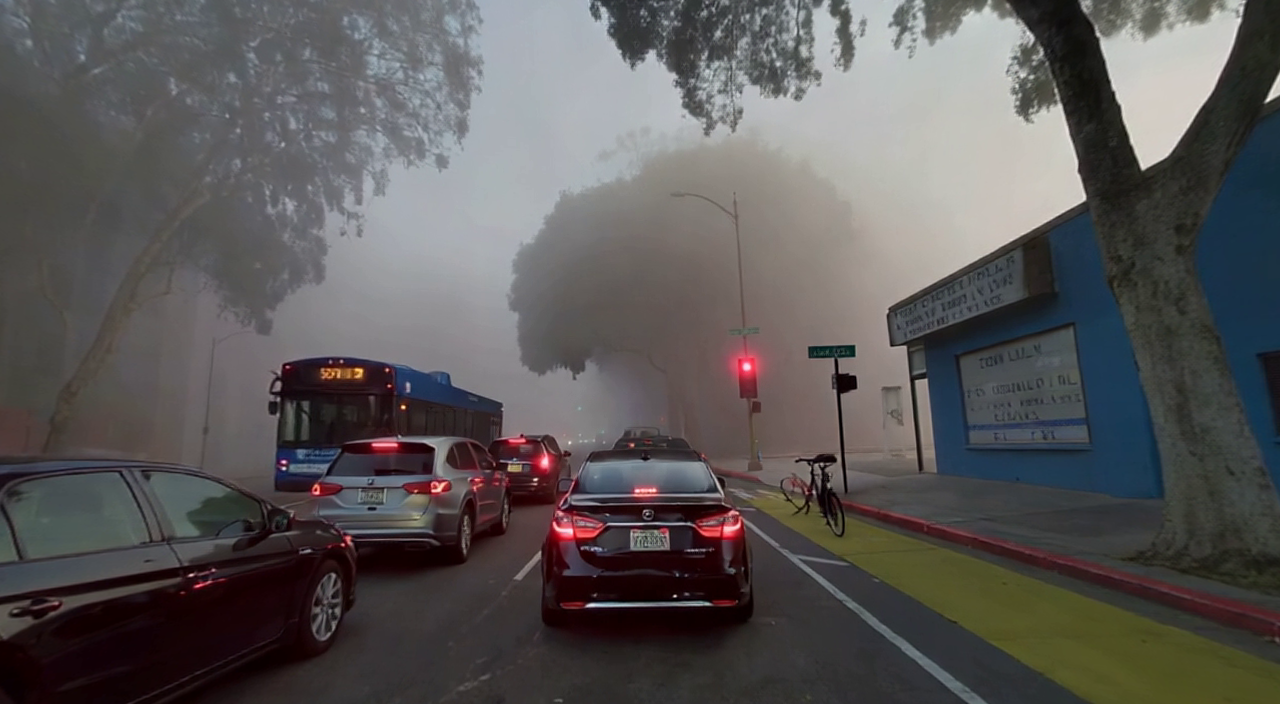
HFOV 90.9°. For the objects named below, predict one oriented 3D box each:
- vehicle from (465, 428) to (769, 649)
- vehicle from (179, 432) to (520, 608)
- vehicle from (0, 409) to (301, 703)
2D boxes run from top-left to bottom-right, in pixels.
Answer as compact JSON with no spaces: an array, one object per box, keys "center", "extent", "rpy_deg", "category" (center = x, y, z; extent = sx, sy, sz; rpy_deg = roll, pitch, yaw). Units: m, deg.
[{"center":[-0.141,1.531,6.177],"extent":[2.031,1.461,3.763],"rpy_deg":[0,-8,0],"category":"vehicle"},{"center":[-2.913,1.760,7.643],"extent":[1.944,1.481,4.385],"rpy_deg":[0,-8,1],"category":"vehicle"},{"center":[-3.169,0.881,1.726],"extent":[1.867,1.486,4.452],"rpy_deg":[0,-8,2],"category":"vehicle"}]
